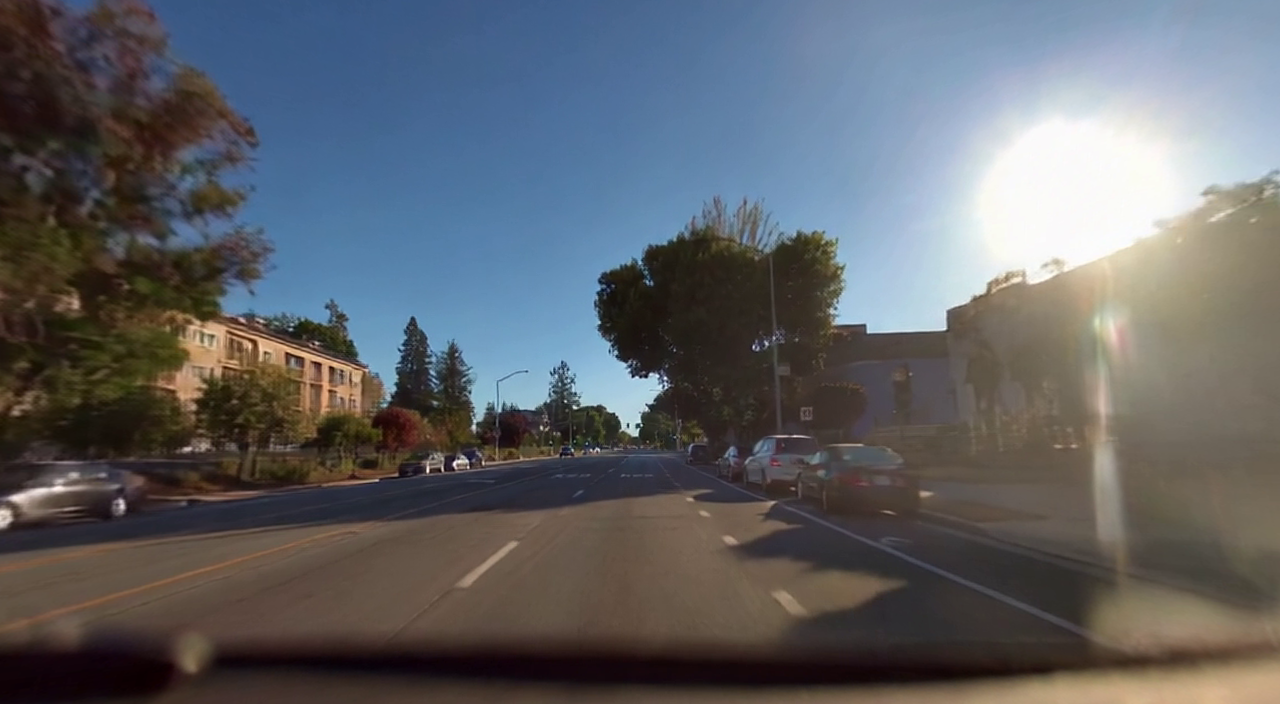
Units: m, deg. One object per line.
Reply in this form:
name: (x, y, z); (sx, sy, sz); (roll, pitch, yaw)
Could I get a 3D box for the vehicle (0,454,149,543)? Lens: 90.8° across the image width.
vehicle: (-13.693, 3.151, 13.783); (2.239, 1.645, 4.700); (-3, -8, -1)

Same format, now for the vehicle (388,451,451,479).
vehicle: (-13.900, 7.118, 40.142); (2.163, 1.641, 4.875); (0, -9, 0)

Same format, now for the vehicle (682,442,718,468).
vehicle: (4.349, 7.515, 46.267); (2.220, 1.752, 4.782); (0, -9, 1)

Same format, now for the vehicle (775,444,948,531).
vehicle: (4.205, 2.620, 12.905); (1.845, 1.443, 4.531); (0, -9, -1)
